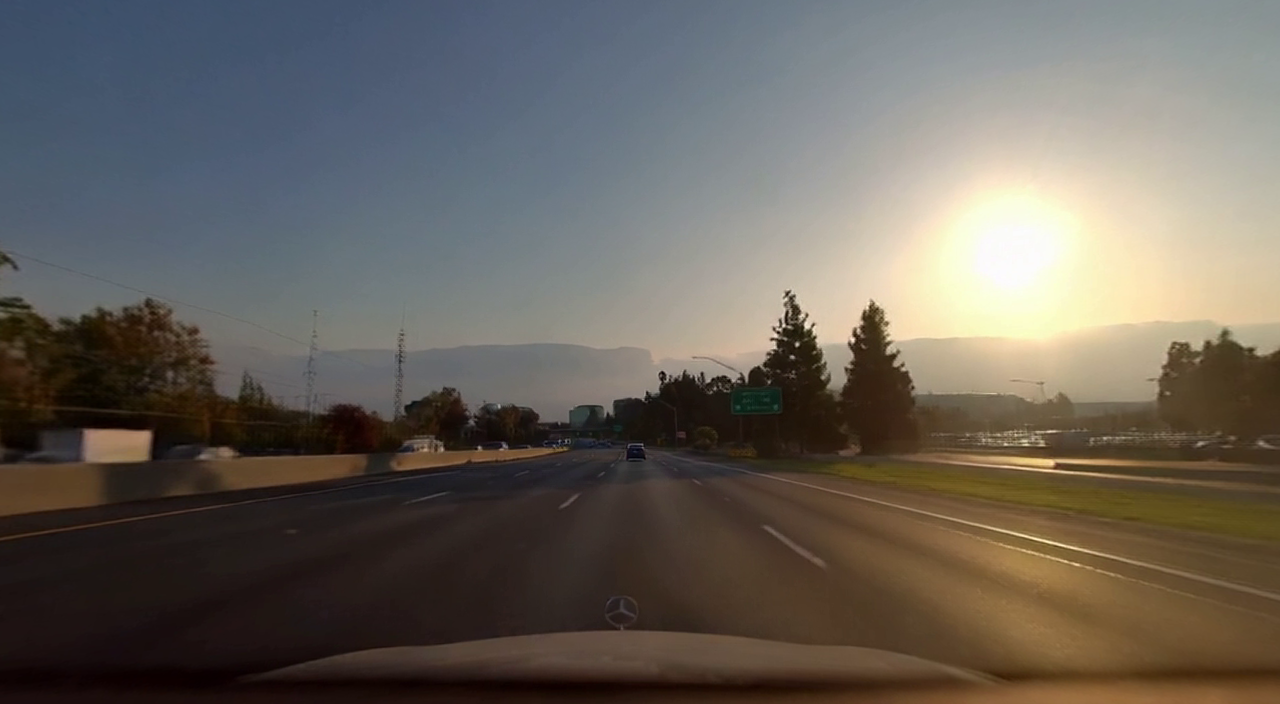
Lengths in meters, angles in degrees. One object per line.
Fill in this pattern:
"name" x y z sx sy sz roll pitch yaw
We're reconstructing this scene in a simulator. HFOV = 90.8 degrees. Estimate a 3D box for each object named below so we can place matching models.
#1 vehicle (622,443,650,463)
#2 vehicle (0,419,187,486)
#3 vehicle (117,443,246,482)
"vehicle" -0.352 7.719 48.449 2.025 1.460 4.189 0 -8 -2
"vehicle" -28.630 5.203 33.057 2.850 2.964 9.507 0 -8 0
"vehicle" -21.018 5.056 29.291 2.233 1.644 4.988 0 -8 0
